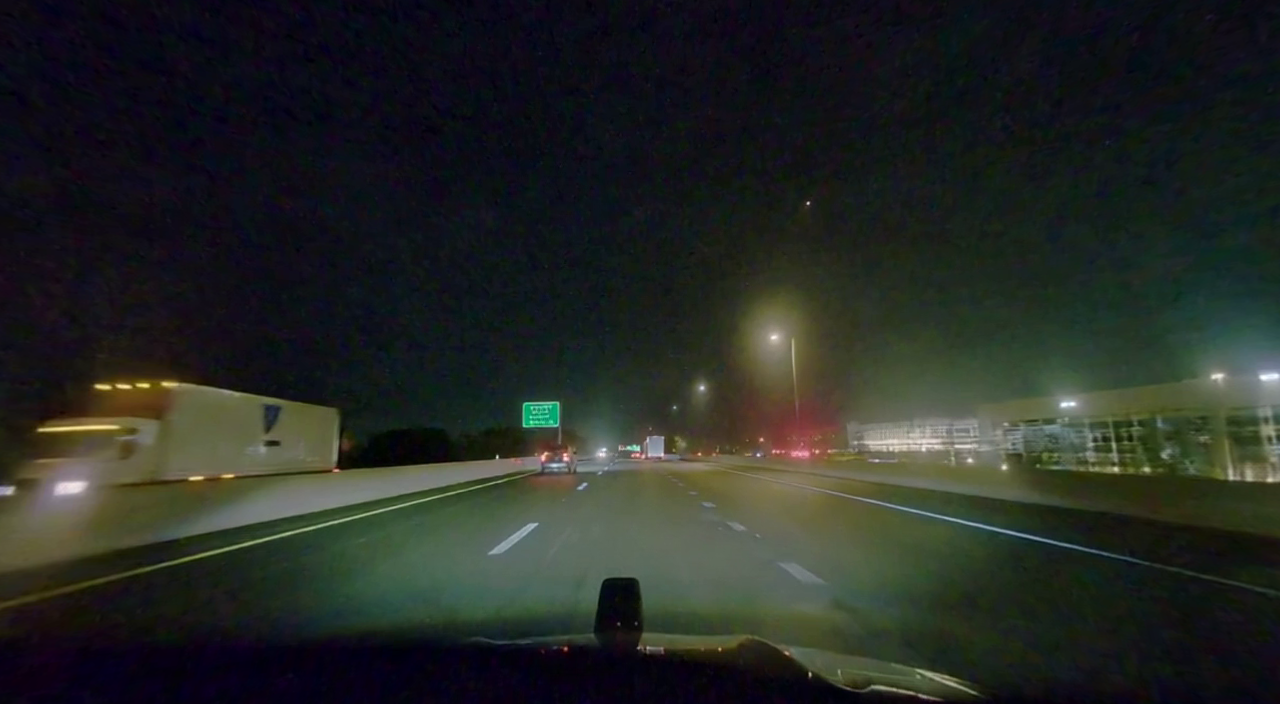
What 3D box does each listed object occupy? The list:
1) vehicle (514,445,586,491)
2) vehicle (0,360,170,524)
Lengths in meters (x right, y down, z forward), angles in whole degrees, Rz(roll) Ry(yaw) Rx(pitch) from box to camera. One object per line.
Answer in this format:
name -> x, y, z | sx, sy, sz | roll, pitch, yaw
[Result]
vehicle -> -3.245, 4.279, 23.502 | 2.100, 1.525, 4.179 | 0, -9, 0
vehicle -> -16.885, 2.531, 17.413 | 3.011, 3.895, 5.853 | 0, -9, -1
